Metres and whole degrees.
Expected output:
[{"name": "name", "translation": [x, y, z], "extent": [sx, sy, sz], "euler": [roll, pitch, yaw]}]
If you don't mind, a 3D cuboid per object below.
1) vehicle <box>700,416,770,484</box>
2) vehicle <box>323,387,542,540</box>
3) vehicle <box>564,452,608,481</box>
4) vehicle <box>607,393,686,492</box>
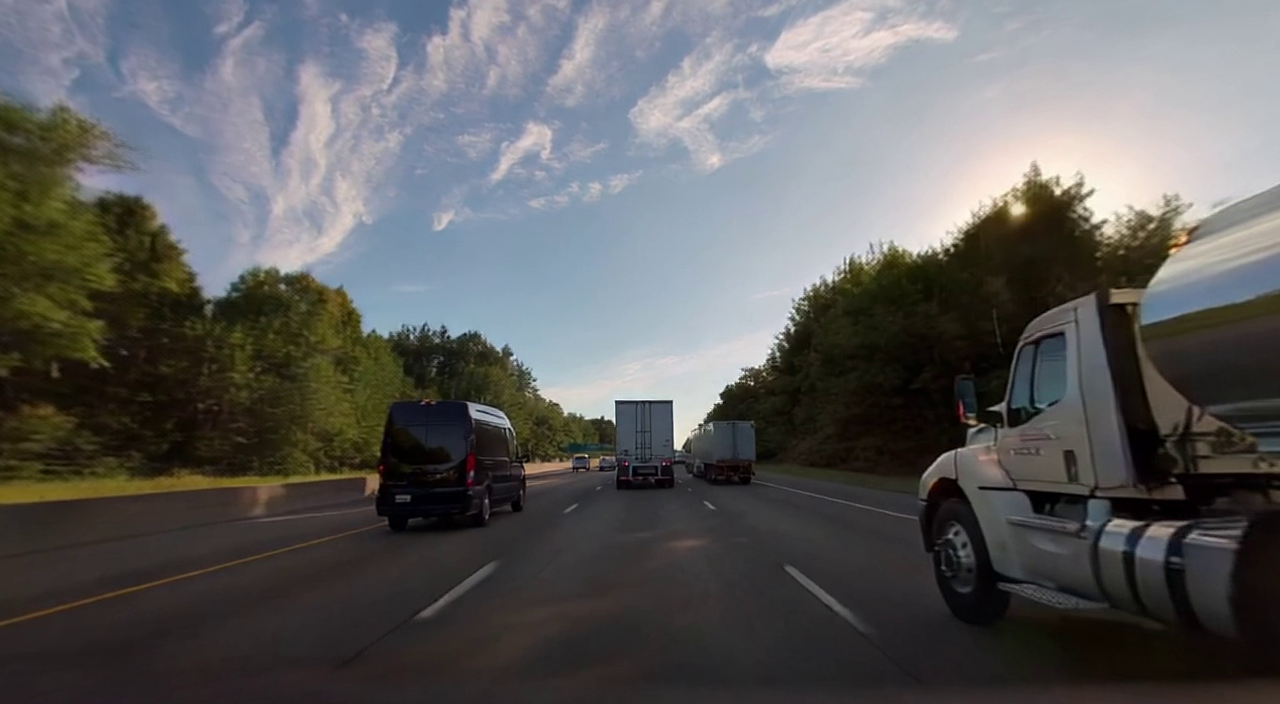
[{"name": "vehicle", "translation": [5.514, 6.010, 38.740], "extent": [2.706, 3.500, 11.483], "euler": [0, -9, 1]}, {"name": "vehicle", "translation": [-3.999, 2.370, 13.877], "extent": [2.525, 2.572, 6.260], "euler": [0, -9, 1]}, {"name": "vehicle", "translation": [-3.229, 6.940, 38.525], "extent": [2.134, 1.652, 4.439], "euler": [0, -9, 3]}, {"name": "vehicle", "translation": [0.105, 3.930, 26.778], "extent": [2.773, 3.455, 9.118], "euler": [0, -10, -1]}]
